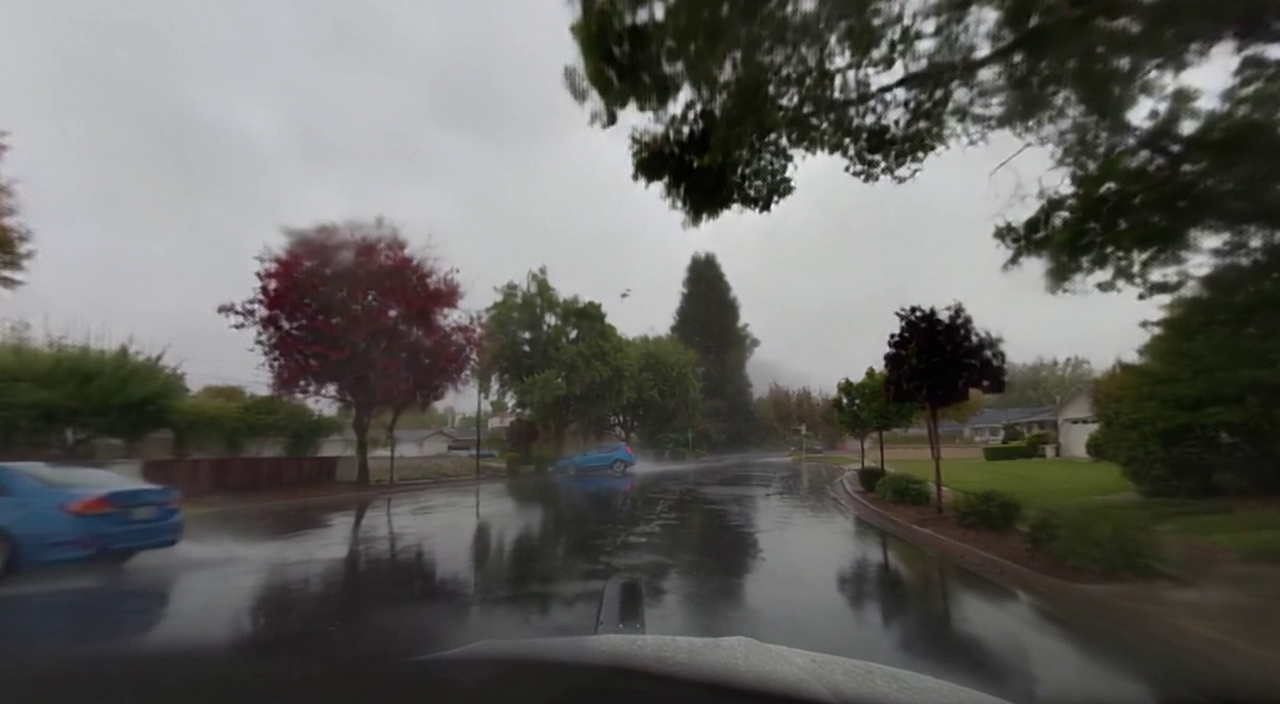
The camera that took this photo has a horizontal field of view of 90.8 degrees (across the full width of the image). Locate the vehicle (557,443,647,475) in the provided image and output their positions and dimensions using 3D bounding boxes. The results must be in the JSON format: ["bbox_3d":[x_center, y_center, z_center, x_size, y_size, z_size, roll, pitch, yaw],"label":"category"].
[{"bbox_3d":[-2.089,5.956,35.286,4.692,1.660,1.879,-2,-9,13],"label":"vehicle"}]

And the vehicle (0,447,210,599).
[{"bbox_3d":[-8.004,1.852,7.328,4.653,1.480,1.871,0,-9,2],"label":"vehicle"}]
